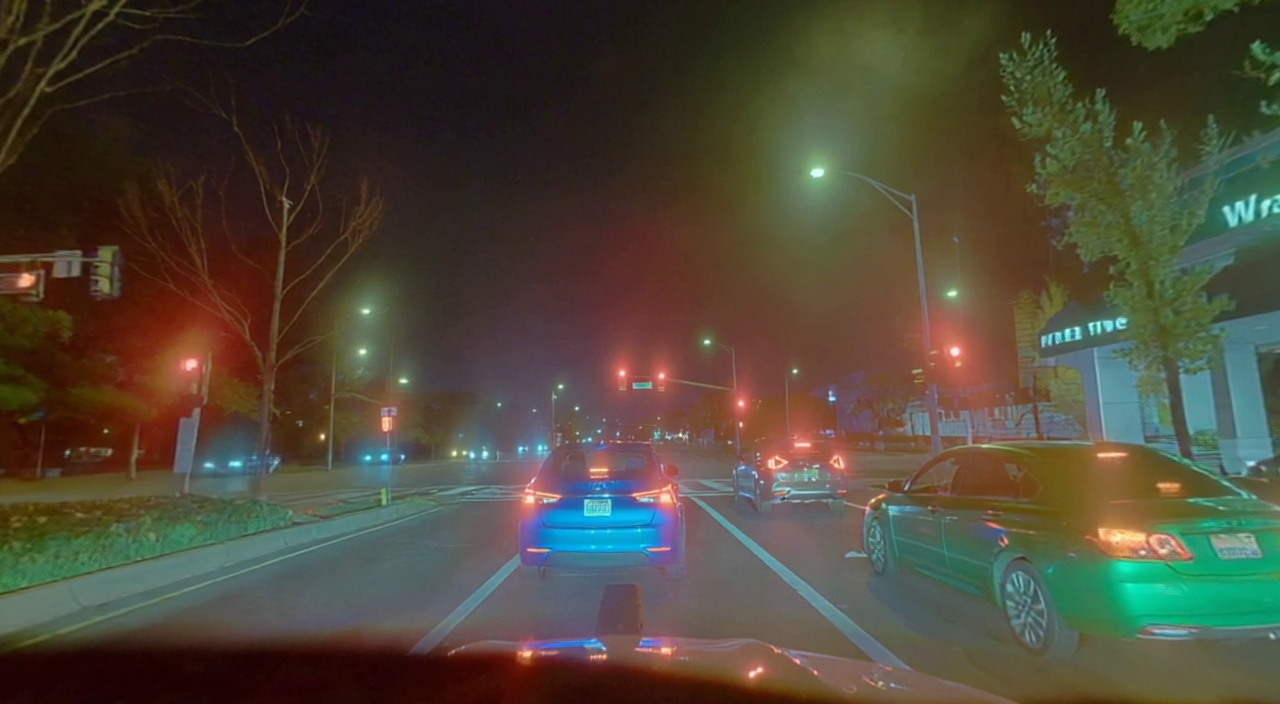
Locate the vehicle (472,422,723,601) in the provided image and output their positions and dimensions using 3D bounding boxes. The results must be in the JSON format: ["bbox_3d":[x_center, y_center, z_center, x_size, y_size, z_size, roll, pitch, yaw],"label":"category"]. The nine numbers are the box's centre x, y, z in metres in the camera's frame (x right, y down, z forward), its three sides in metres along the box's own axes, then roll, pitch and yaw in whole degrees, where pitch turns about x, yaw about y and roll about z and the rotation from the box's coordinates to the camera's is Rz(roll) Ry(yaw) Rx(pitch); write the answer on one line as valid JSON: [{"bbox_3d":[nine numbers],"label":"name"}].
[{"bbox_3d":[-0.383,1.653,7.403,2.143,1.520,3.848,0,-8,-1],"label":"vehicle"}]

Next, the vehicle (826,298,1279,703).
[{"bbox_3d":[3.571,1.105,5.053,2.572,1.945,5.065,0,-8,0],"label":"vehicle"}]

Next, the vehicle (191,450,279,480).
[{"bbox_3d":[-22.003,6.117,34.525,1.863,1.496,4.389,0,-8,0],"label":"vehicle"}]

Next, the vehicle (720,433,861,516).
[{"bbox_3d":[3.145,2.665,14.308,2.026,1.549,4.559,0,-8,-1],"label":"vehicle"}]
